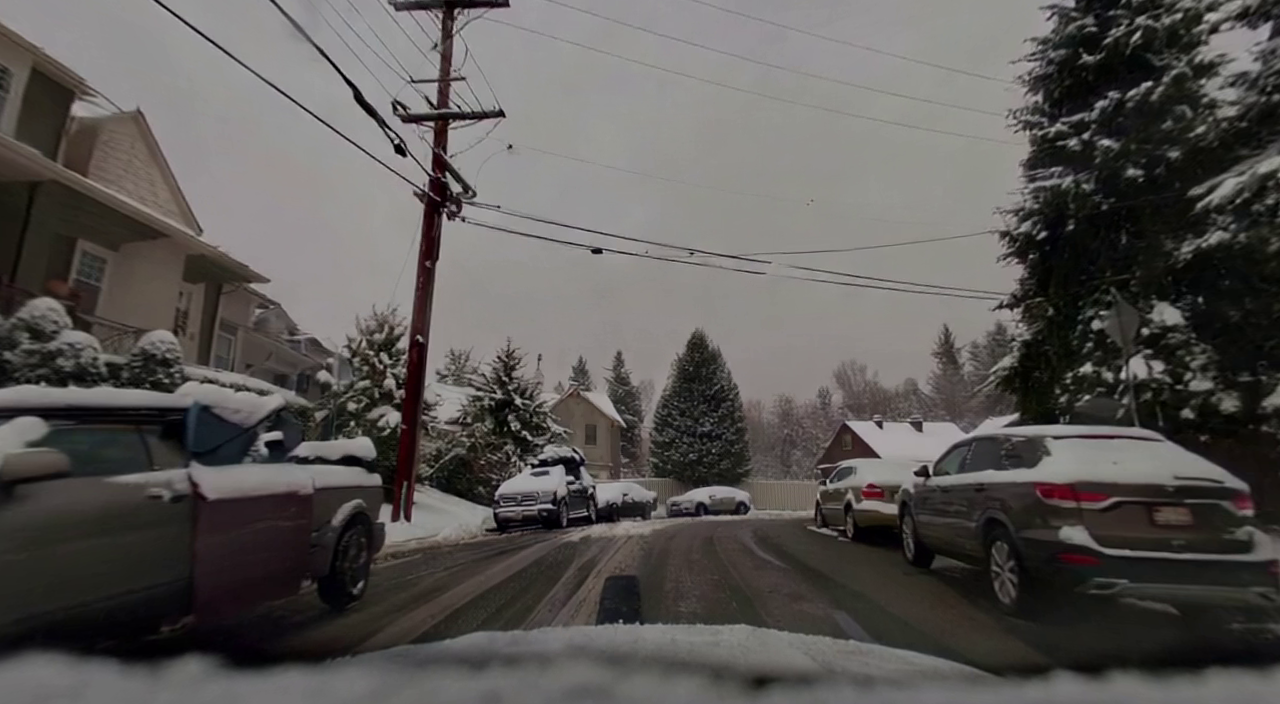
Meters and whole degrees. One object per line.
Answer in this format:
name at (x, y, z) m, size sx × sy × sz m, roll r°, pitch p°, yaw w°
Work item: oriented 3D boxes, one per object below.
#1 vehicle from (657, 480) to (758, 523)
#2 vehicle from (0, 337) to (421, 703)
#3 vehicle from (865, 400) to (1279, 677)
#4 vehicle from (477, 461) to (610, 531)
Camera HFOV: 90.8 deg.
vehicle at (3.098, 6.742, 28.776) m, size 4.217 × 1.547 × 2.082 m, roll 6°, pitch -10°, yaw -33°
vehicle at (-3.570, 0.994, 3.739) m, size 2.195 × 1.797 × 5.890 m, roll 0°, pitch -7°, yaw 3°
vehicle at (4.125, 1.614, 6.775) m, size 1.899 × 1.877 × 4.668 m, roll 1°, pitch -8°, yaw 3°
vehicle at (-2.559, 4.090, 18.415) m, size 2.247 × 1.702 × 5.043 m, roll -2°, pitch -11°, yaw 10°
